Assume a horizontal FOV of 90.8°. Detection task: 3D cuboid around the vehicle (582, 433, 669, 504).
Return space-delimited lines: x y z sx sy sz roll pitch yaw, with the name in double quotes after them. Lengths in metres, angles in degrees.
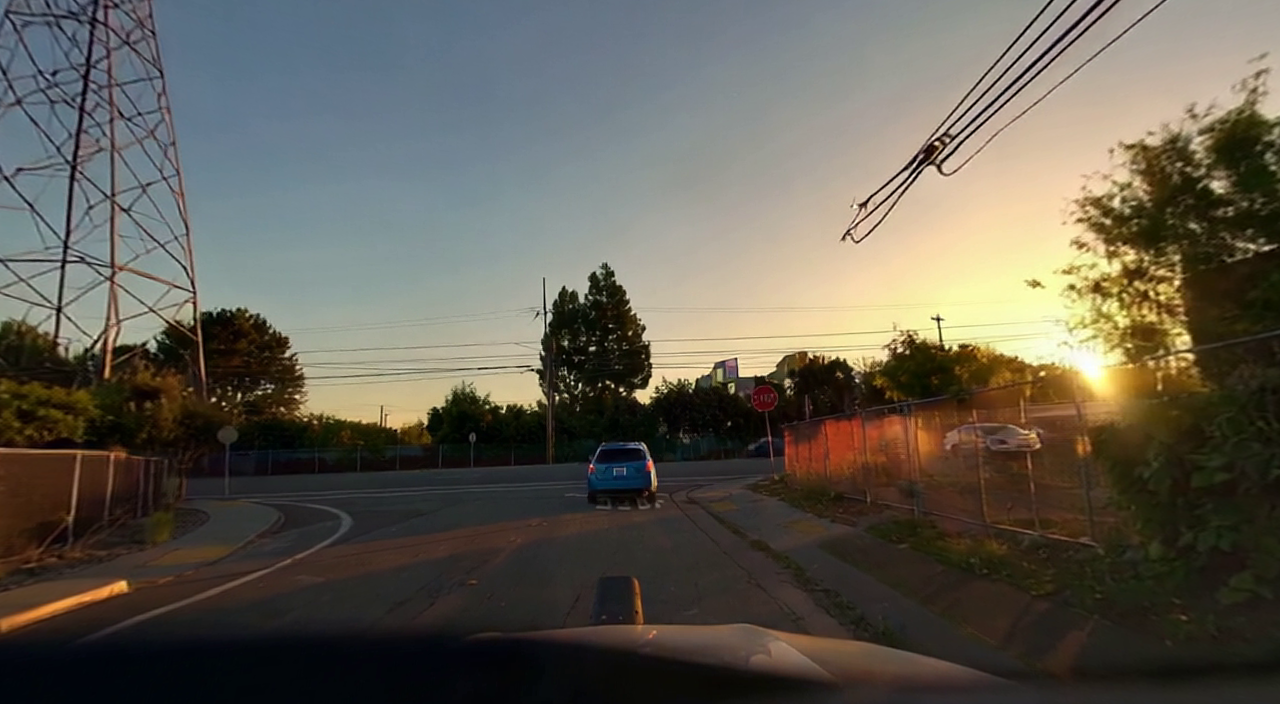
-0.476 3.150 17.572 2.137 1.698 4.166 0 -8 -3 "vehicle"
